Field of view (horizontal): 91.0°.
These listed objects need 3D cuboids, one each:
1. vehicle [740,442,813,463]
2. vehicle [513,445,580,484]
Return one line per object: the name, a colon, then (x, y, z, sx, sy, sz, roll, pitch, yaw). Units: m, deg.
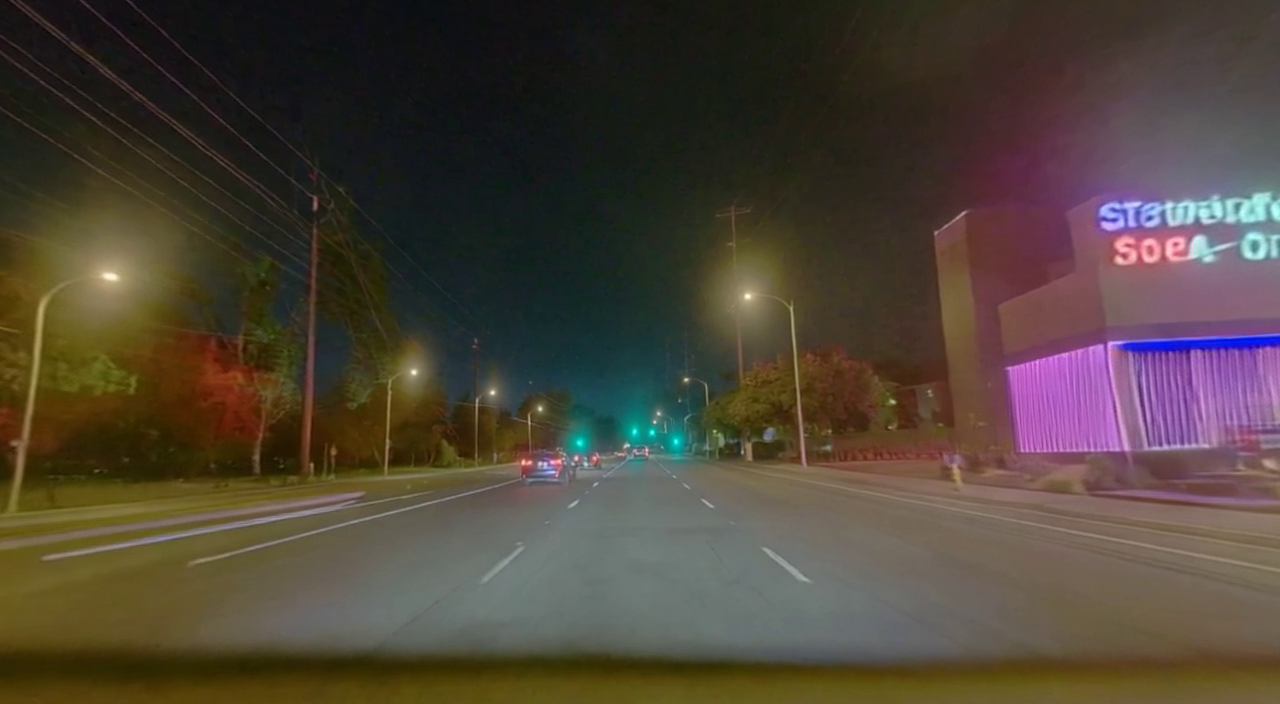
vehicle: (10.229, 7.544, 47.326, 4.885, 1.576, 2.024, 1, -9, -6)
vehicle: (-3.716, 4.570, 25.910, 2.076, 1.444, 4.328, 0, -9, 0)
